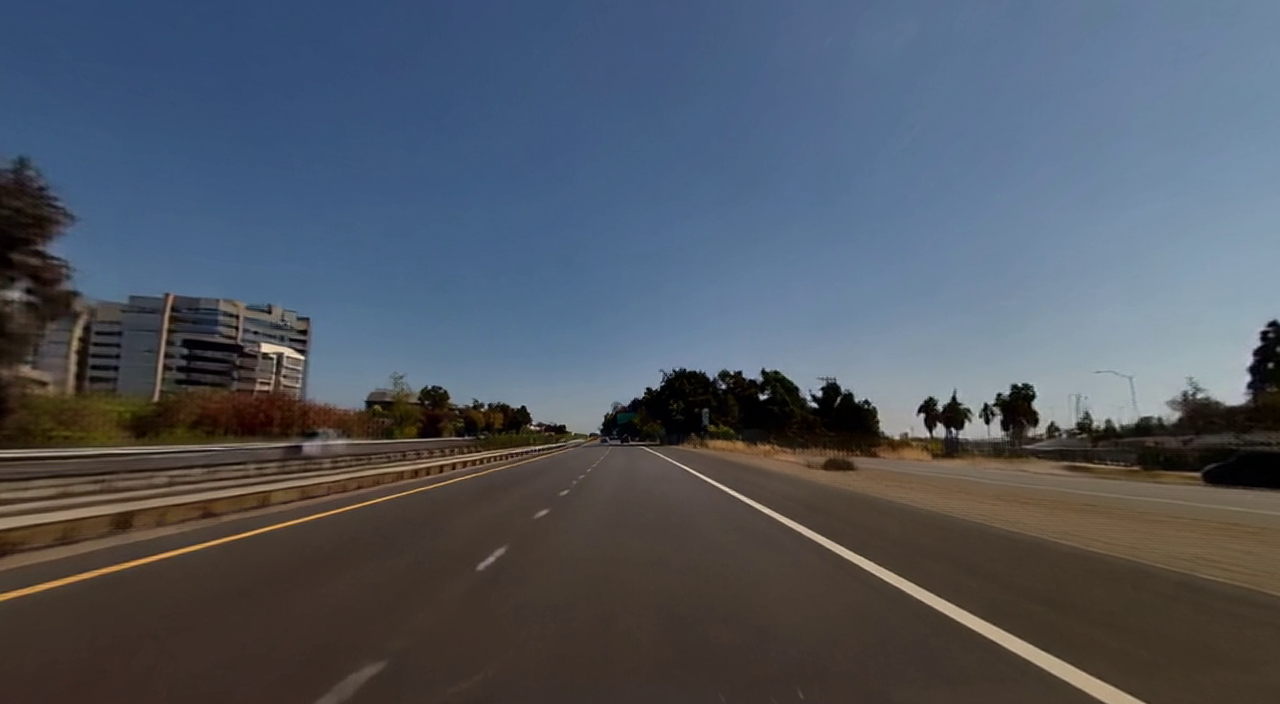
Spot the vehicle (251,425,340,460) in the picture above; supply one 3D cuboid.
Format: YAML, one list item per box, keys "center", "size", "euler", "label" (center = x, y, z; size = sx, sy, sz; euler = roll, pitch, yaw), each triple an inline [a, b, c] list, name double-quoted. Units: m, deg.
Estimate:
- center: [-16.813, 4.416, 31.041]
  size: [1.930, 1.577, 4.374]
  euler: [0, -8, -1]
  label: "vehicle"
